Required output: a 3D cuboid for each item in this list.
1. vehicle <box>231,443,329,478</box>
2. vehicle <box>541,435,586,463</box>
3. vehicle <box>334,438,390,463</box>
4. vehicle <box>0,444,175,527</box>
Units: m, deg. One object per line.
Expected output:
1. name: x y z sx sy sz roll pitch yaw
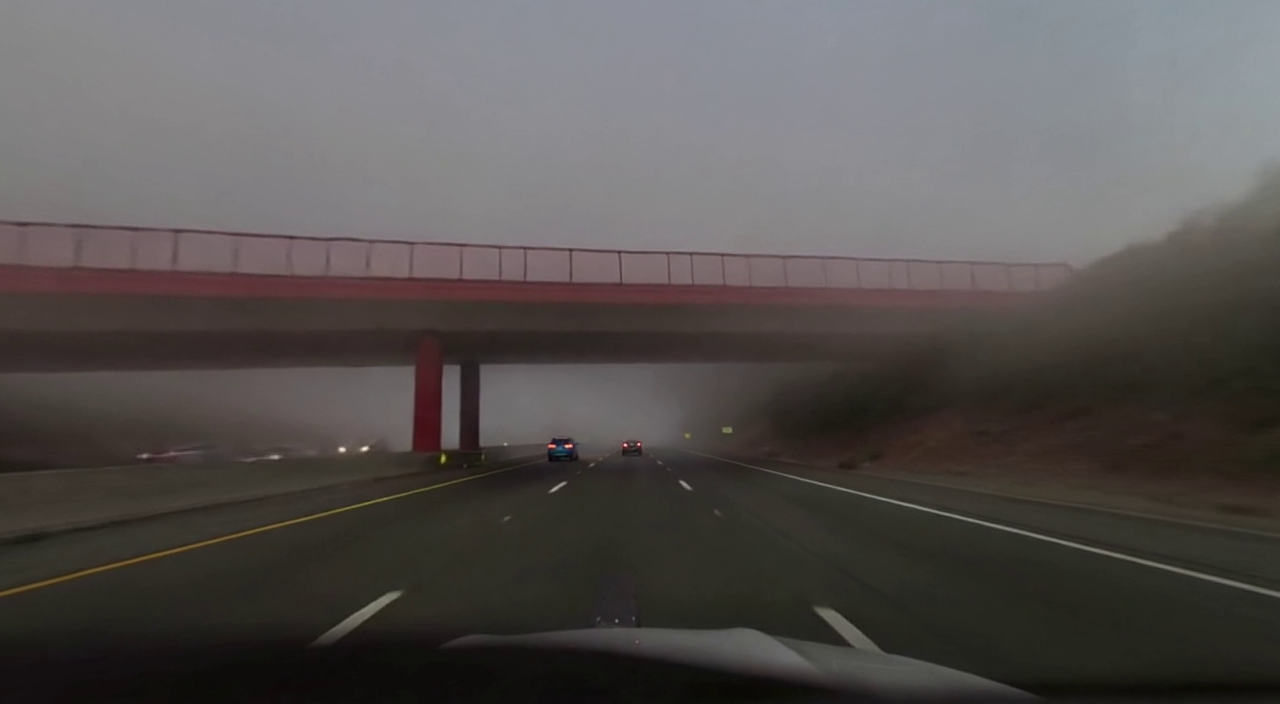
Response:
1. vehicle: -16.535 4.967 29.258 1.831 1.427 4.610 0 -8 0
2. vehicle: -4.393 5.640 36.845 2.074 1.535 4.437 0 -8 0
3. vehicle: -20.055 7.127 45.710 1.970 1.703 4.636 0 -8 -1
4. vehicle: -12.677 2.724 13.438 1.970 1.473 4.699 0 -8 -1
